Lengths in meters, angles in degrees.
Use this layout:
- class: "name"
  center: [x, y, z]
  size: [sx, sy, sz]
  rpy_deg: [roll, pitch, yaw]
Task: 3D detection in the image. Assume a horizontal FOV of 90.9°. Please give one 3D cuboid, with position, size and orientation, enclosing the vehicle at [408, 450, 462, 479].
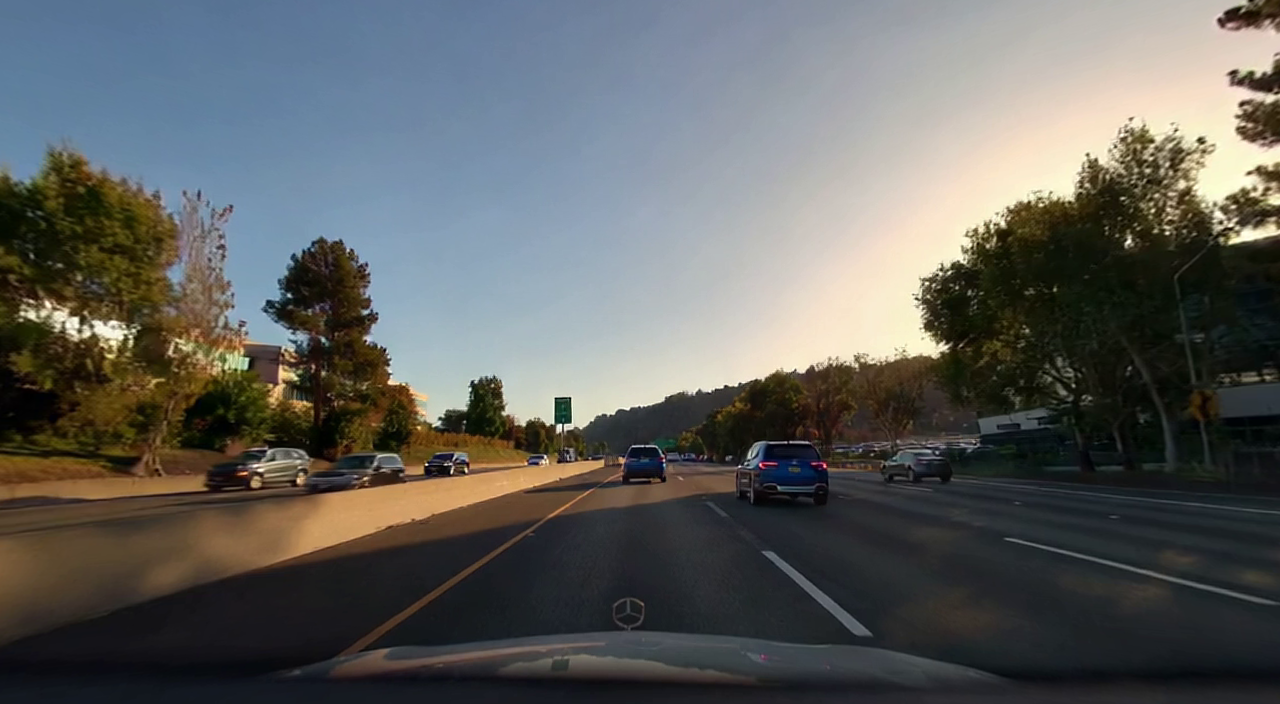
- class: "vehicle"
  center: [-14.333, 7.862, 44.381]
  size: [2.018, 1.887, 5.108]
  rpy_deg: [0, -8, 1]

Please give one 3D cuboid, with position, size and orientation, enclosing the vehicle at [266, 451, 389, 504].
- class: "vehicle"
  center: [-10.904, 4.363, 22.459]
  size: [1.978, 1.631, 4.530]
  rpy_deg: [0, -8, 1]

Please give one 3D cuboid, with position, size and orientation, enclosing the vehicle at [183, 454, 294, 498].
- class: "vehicle"
  center: [-17.976, 5.543, 28.558]
  size: [2.088, 1.683, 4.436]
  rpy_deg: [-2, -8, 0]

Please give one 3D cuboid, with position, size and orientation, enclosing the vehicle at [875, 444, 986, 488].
- class: "vehicle"
  center: [11.067, 4.345, 24.496]
  size: [1.985, 1.503, 4.842]
  rpy_deg: [0, -8, 0]

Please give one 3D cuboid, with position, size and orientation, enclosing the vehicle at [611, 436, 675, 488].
- class: "vehicle"
  center: [0.144, 4.327, 25.108]
  size: [2.290, 1.862, 4.454]
  rpy_deg: [0, -8, 1]

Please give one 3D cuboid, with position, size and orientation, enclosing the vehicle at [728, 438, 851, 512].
- class: "vehicle"
  center: [3.550, 2.983, 15.802]
  size: [2.042, 1.592, 4.047]
  rpy_deg: [0, -8, -1]
